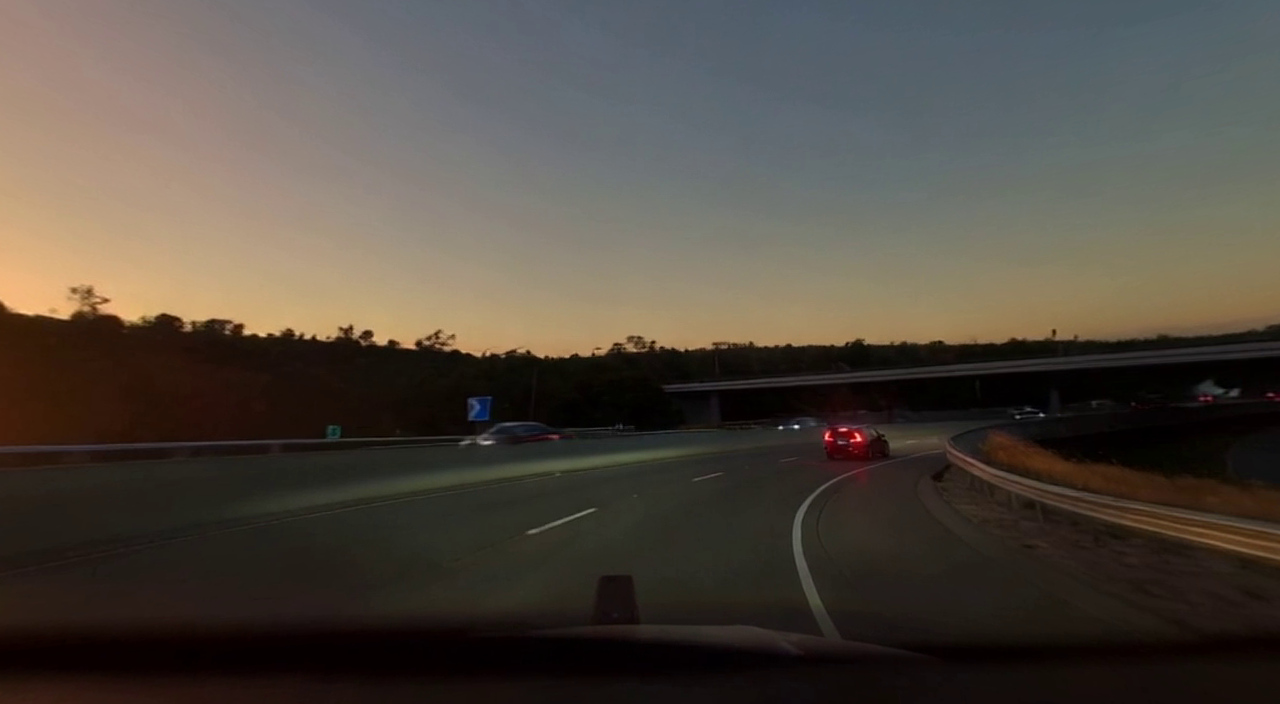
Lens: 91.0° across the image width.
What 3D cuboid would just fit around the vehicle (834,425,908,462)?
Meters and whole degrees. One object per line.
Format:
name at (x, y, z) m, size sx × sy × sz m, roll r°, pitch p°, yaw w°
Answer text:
vehicle at (10.700, 4.183, 28.999) m, size 2.028 × 1.440 × 3.970 m, roll -2°, pitch -7°, yaw 38°
